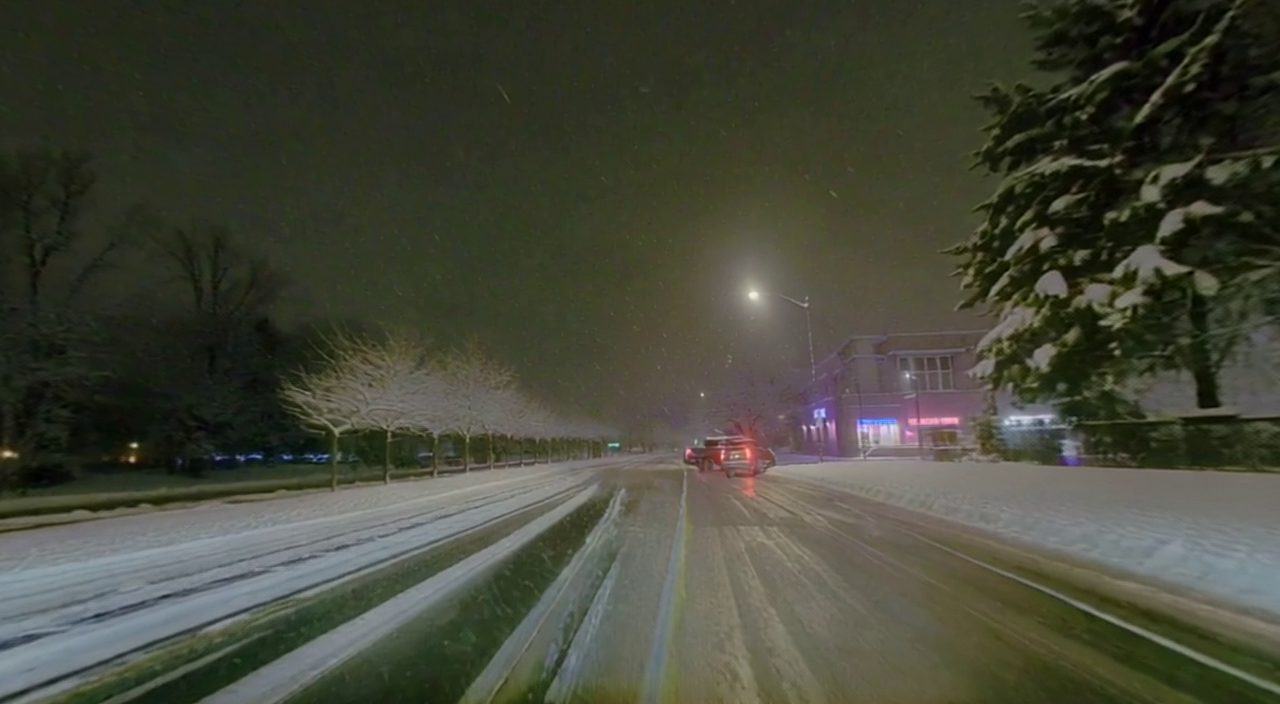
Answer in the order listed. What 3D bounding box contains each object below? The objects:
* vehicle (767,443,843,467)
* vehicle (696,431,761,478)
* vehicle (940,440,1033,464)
[{"bbox_3d":[10.889,6.805,41.849,4.733,1.499,2.000,-3,-9,14],"label":"vehicle"},{"bbox_3d":[4.318,4.829,29.946,2.477,1.991,5.157,-2,-9,14],"label":"vehicle"},{"bbox_3d":[21.870,6.353,40.045,4.698,1.465,1.914,-1,-9,7],"label":"vehicle"}]
